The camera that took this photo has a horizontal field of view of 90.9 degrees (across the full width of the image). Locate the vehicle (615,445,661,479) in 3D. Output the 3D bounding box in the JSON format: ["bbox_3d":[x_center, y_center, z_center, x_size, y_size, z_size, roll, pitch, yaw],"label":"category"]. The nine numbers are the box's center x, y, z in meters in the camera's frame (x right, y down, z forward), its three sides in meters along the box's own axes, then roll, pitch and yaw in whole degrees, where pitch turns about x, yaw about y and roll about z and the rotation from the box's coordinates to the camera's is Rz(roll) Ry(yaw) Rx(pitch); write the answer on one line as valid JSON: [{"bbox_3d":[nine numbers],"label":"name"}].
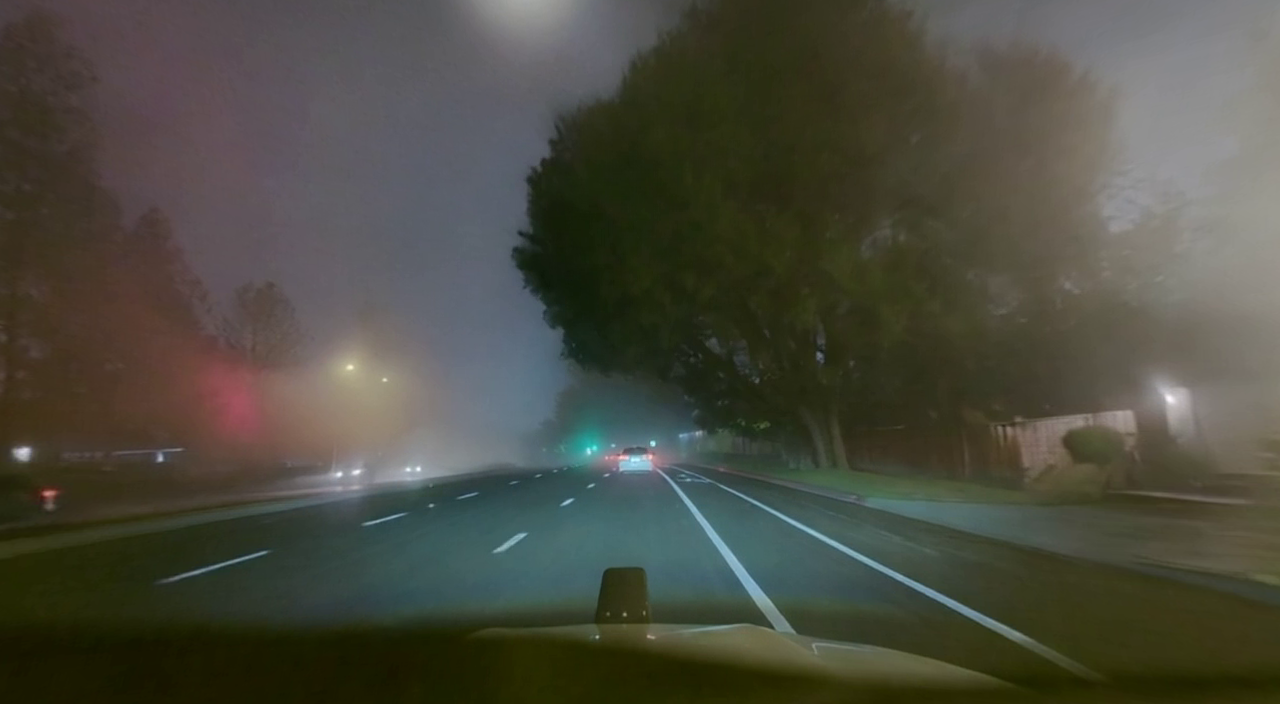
[{"bbox_3d":[-0.062,5.079,29.375,2.009,1.456,4.003,0,-8,1],"label":"vehicle"}]

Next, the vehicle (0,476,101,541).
[{"bbox_3d":[-17.111,4.156,16.779,1.824,1.471,4.117,0,-8,0],"label":"vehicle"}]
